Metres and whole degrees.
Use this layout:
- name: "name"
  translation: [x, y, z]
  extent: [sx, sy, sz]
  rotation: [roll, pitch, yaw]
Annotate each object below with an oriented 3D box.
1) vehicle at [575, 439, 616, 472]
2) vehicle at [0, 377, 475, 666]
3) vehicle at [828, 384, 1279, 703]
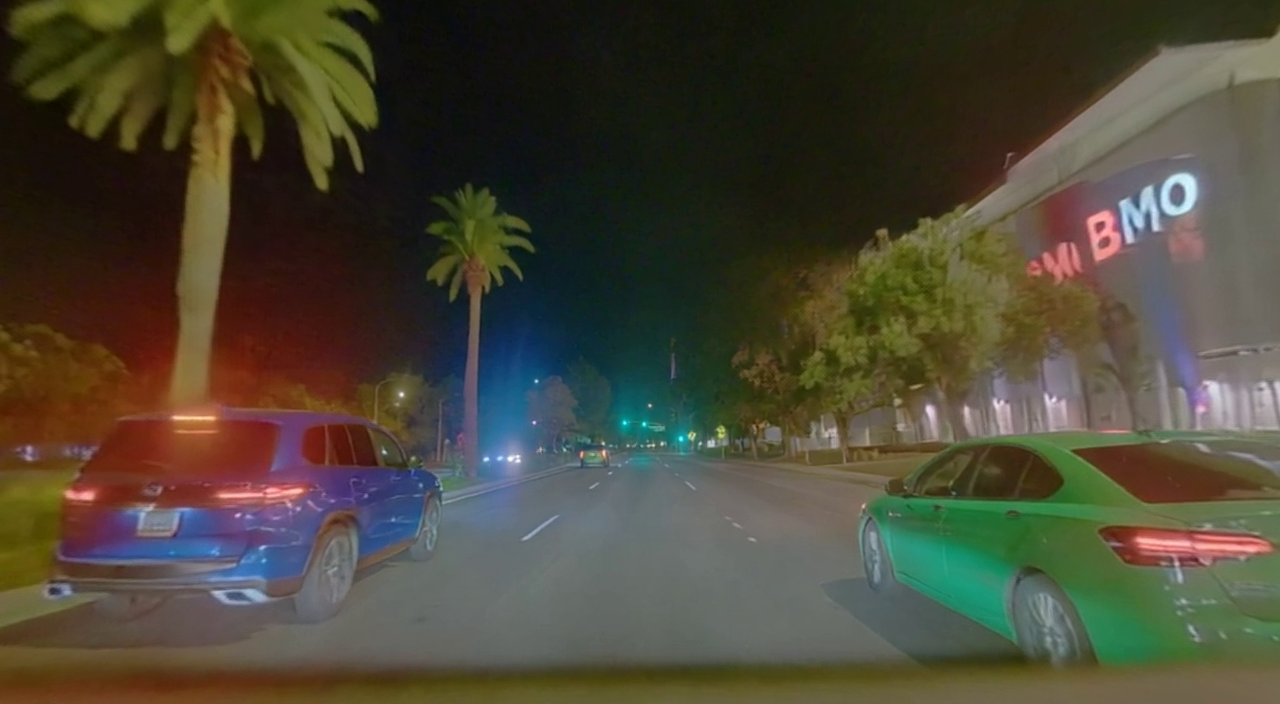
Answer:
- name: "vehicle"
  translation: [-2.490, 5.938, 36.293]
  extent: [1.998, 1.743, 4.402]
  rotation: [0, -8, 1]
- name: "vehicle"
  translation: [-3.266, 1.380, 6.226]
  extent: [2.058, 1.804, 4.391]
  rotation: [0, -8, 0]
- name: "vehicle"
  translation: [2.905, 1.166, 4.293]
  extent: [1.946, 1.513, 4.133]
  rotation: [0, -8, 0]
